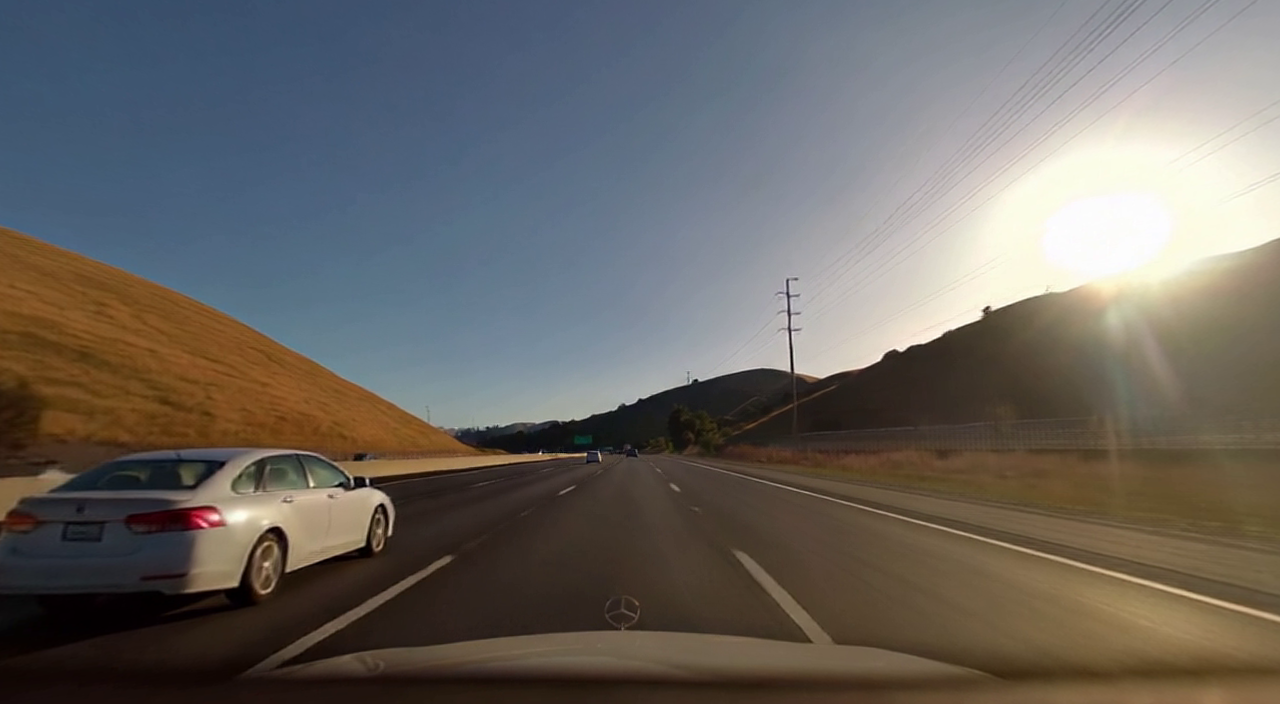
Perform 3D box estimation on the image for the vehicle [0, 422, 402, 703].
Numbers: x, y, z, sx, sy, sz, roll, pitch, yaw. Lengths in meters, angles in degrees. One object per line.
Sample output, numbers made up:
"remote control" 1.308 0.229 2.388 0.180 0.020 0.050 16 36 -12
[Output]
"vehicle" -4.102 1.470 5.550 2.064 1.489 4.966 0 -9 0
